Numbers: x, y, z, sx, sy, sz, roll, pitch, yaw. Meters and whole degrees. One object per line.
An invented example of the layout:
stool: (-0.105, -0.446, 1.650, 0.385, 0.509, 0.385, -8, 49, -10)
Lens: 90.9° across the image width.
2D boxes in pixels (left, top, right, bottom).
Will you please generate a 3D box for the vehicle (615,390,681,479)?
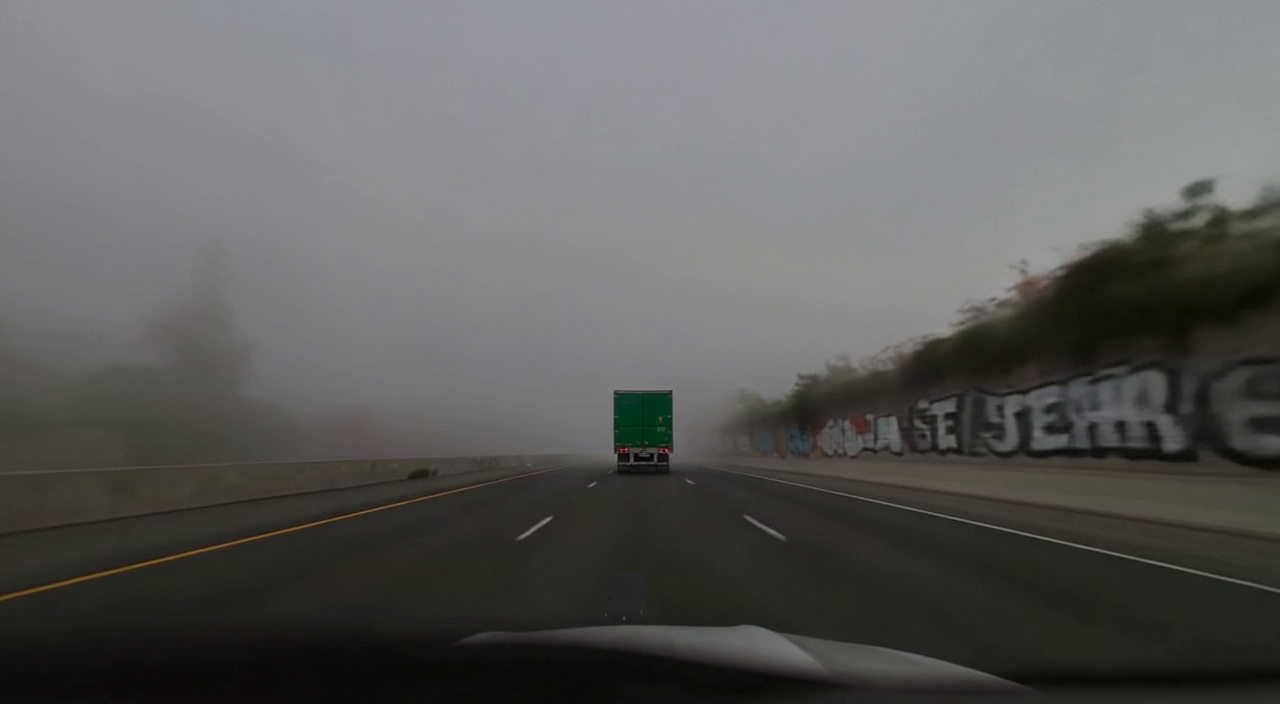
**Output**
vehicle: (0.250, 4.447, 33.266, 2.900, 3.955, 10.151, 0, -9, -1)
